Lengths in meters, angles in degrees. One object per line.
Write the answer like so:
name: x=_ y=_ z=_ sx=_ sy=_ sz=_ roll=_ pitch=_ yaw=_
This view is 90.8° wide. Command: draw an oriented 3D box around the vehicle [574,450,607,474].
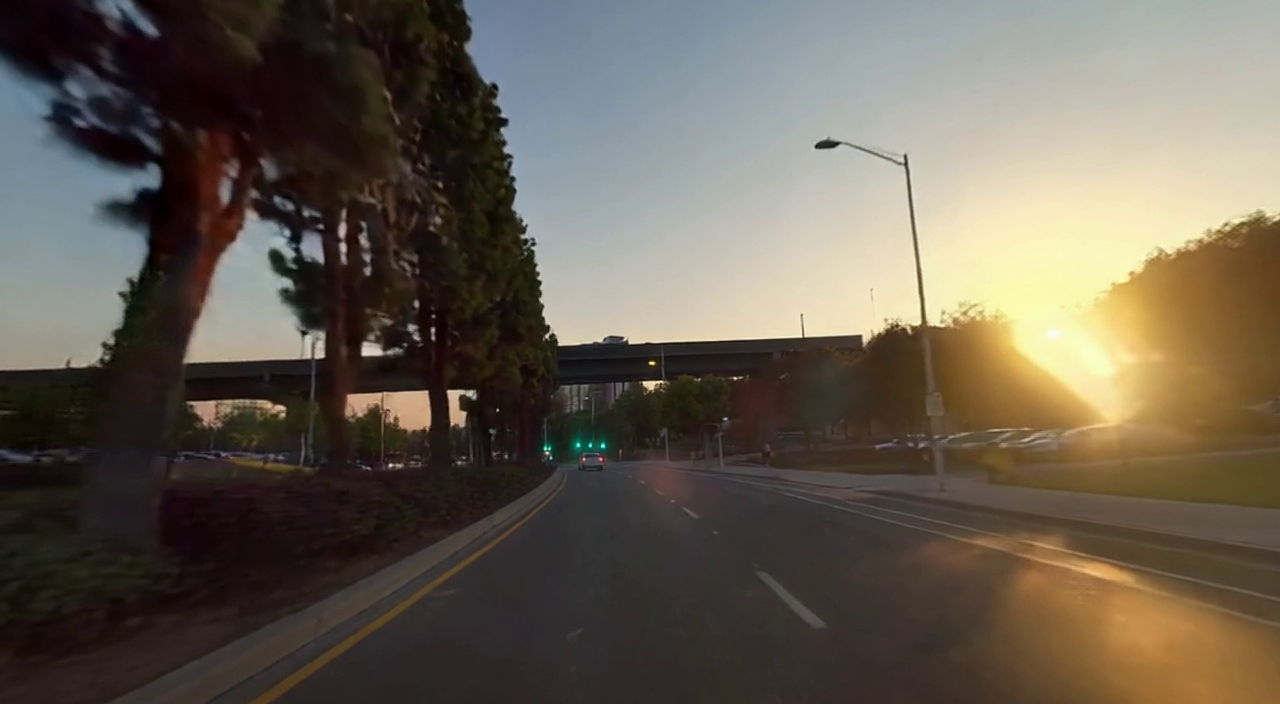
vehicle: x=-3.901 y=8.532 z=49.368 sx=2.184 sy=1.713 sz=4.231 roll=1 pitch=-9 yaw=-9
